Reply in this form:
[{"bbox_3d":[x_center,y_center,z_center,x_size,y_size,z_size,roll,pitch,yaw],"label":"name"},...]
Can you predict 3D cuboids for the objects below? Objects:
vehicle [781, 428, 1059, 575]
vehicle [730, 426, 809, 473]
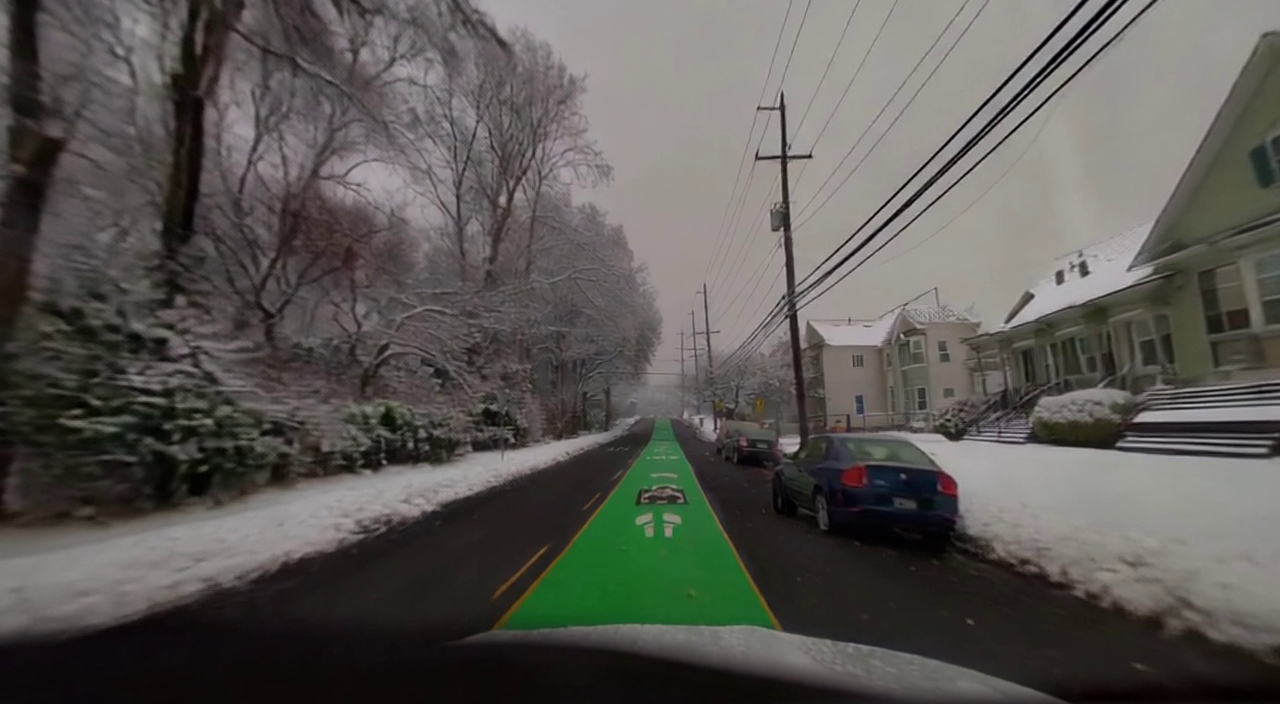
[{"bbox_3d":[3.499,1.939,9.096,2.235,1.500,4.496,1,-8,4],"label":"vehicle"},{"bbox_3d":[4.506,3.466,22.593,1.981,1.512,4.144,0,-9,0],"label":"vehicle"}]
